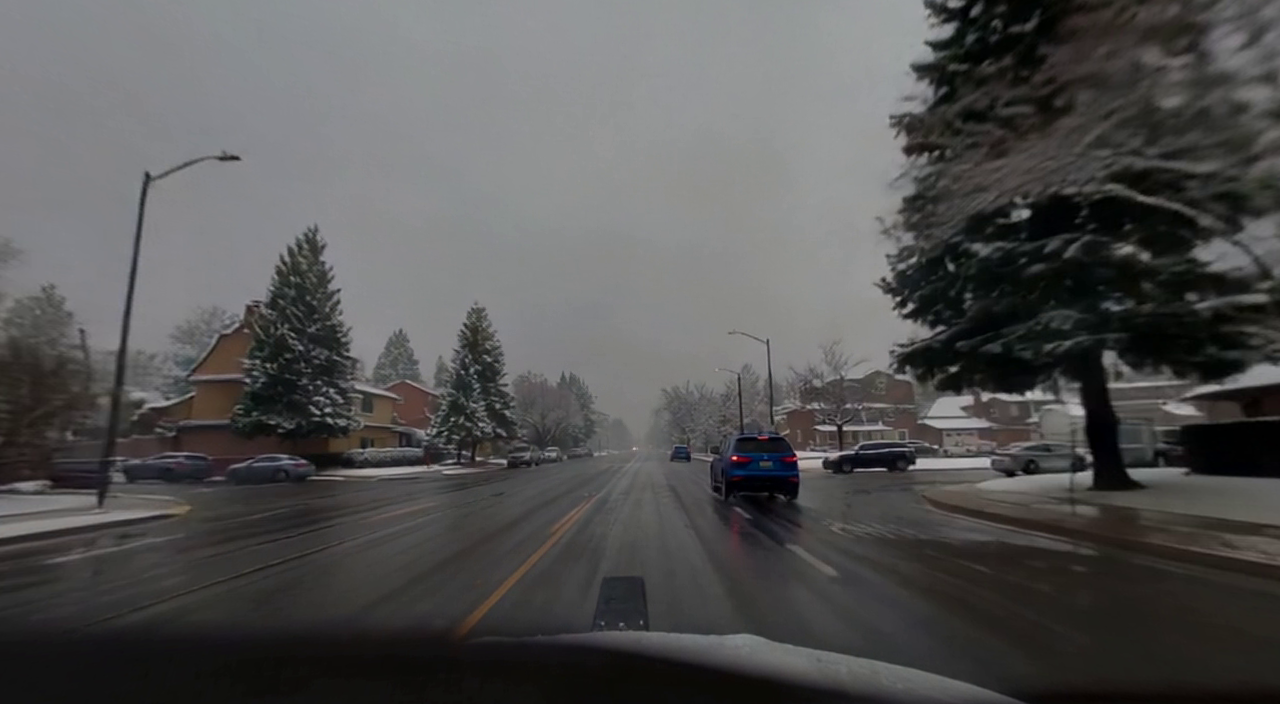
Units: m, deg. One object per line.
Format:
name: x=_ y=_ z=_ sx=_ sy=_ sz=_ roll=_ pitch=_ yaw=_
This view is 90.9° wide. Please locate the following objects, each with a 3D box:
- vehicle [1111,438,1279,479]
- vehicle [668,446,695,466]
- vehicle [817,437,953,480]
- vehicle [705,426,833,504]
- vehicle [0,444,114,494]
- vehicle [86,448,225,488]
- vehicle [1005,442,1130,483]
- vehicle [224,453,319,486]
vehicle: x=21.877 y=4.156 z=24.754 sx=5.051 sy=1.527 sz=1.968 roll=-1 pitch=-8 yaw=2
vehicle: x=3.105 y=7.940 z=48.370 sx=1.956 sy=1.492 sz=4.425 roll=0 pitch=-8 yaw=2
vehicle: x=11.674 y=5.091 z=30.295 sx=5.539 sy=1.729 sz=2.145 roll=-2 pitch=-8 yaw=-3
vehicle: x=3.444 y=3.187 z=18.289 sx=2.497 sy=1.889 sz=5.833 roll=0 pitch=-8 yaw=0
vehicle: x=-24.029 y=4.574 z=24.859 sx=4.644 sy=1.781 sz=2.084 roll=0 pitch=-6 yaw=1
vehicle: x=-26.300 y=6.282 z=34.351 sx=5.604 sy=2.035 sz=2.291 roll=0 pitch=-9 yaw=0
vehicle: x=16.548 y=4.276 z=24.536 sx=3.467 sy=1.520 sz=1.801 roll=0 pitch=-8 yaw=1
vehicle: x=-20.079 y=6.411 z=34.474 sx=3.986 sy=1.665 sz=1.888 roll=0 pitch=-9 yaw=1
